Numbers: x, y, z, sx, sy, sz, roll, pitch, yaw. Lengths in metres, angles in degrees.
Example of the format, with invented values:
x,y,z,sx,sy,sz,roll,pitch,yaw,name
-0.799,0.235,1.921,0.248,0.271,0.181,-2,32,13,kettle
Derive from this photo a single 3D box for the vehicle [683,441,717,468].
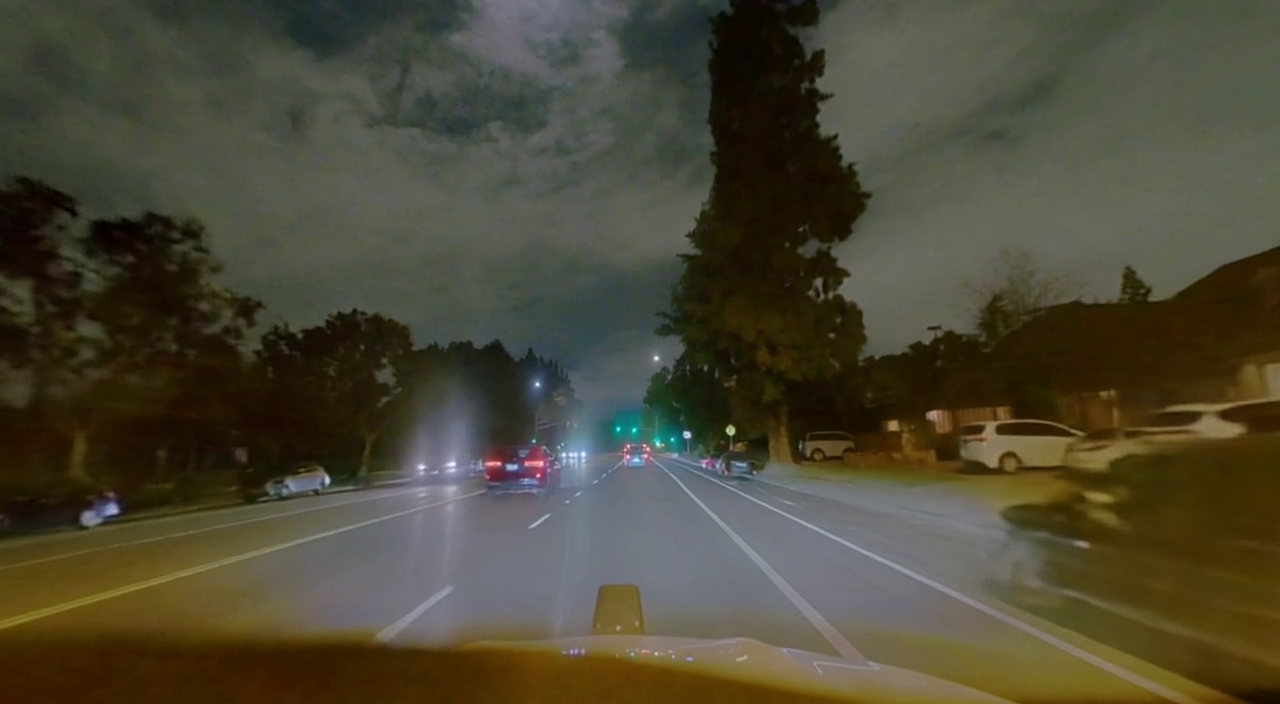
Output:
x,y,z,sx,sy,sz,roll,pitch,yaw,name
4.054,7.051,43.654,1.943,1.788,4.462,0,-9,0,vehicle

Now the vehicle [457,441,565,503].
x,y,z,sx,sy,sz,roll,pitch,yaw,name
-3.385,3.235,17.547,2.027,1.477,4.413,0,-9,1,vehicle

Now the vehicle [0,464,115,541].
x,y,z,sx,sy,sz,roll,pitch,yaw,name
-14.570,3.414,13.968,1.904,1.497,4.848,-5,-8,-1,vehicle

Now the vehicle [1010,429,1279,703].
x,y,z,sx,sy,sz,roll,pitch,yaw,name
4.250,1.151,3.330,1.881,1.480,4.536,0,-9,1,vehicle

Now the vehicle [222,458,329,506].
x,y,z,sx,sy,sz,roll,pitch,yaw,name
-14.781,5.246,25.949,1.998,1.498,4.668,-5,-8,-5,vehicle

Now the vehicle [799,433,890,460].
x,y,z,sx,sy,sz,roll,pitch,yaw,name
11.618,5.391,36.125,4.537,1.465,1.923,0,-8,2,vehicle

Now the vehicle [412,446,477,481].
x,y,z,sx,sy,sz,roll,pitch,yaw,name
-10.271,5.882,33.528,1.937,1.701,4.438,0,-9,1,vehicle

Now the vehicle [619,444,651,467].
x,y,z,sx,sy,sz,roll,pitch,yaw,name
-0.322,7.102,43.412,2.088,1.495,4.048,0,-9,0,vehicle

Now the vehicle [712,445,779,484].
x,y,z,sx,sy,sz,roll,pitch,yaw,name
4.289,4.615,26.312,1.944,1.470,4.530,0,-9,-1,vehicle
